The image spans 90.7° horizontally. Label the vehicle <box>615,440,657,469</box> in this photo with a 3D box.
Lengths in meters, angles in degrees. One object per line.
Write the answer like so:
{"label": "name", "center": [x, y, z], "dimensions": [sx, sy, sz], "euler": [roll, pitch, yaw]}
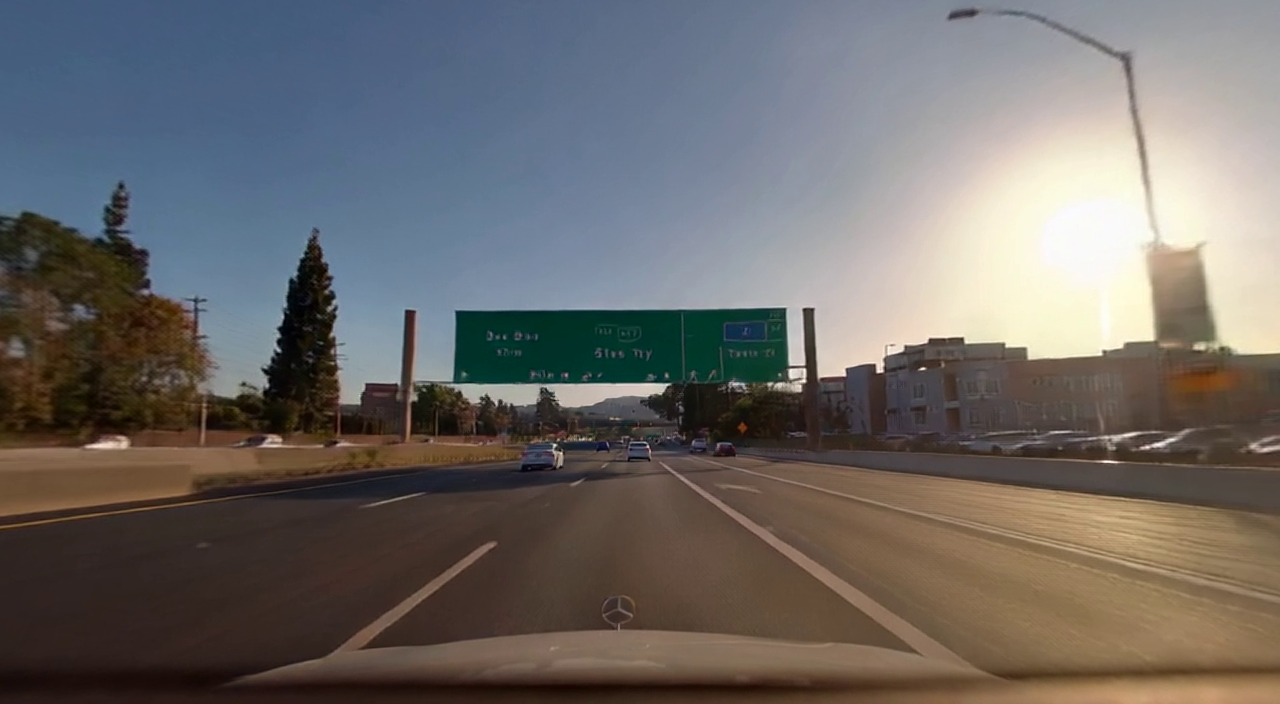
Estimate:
{"label": "vehicle", "center": [-0.241, 5.624, 34.827], "dimensions": [2.146, 1.485, 4.332], "euler": [0, -8, -1]}

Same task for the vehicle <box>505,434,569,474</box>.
{"label": "vehicle", "center": [-4.689, 4.710, 29.467], "dimensions": [2.260, 1.706, 4.177], "euler": [0, -8, 0]}
